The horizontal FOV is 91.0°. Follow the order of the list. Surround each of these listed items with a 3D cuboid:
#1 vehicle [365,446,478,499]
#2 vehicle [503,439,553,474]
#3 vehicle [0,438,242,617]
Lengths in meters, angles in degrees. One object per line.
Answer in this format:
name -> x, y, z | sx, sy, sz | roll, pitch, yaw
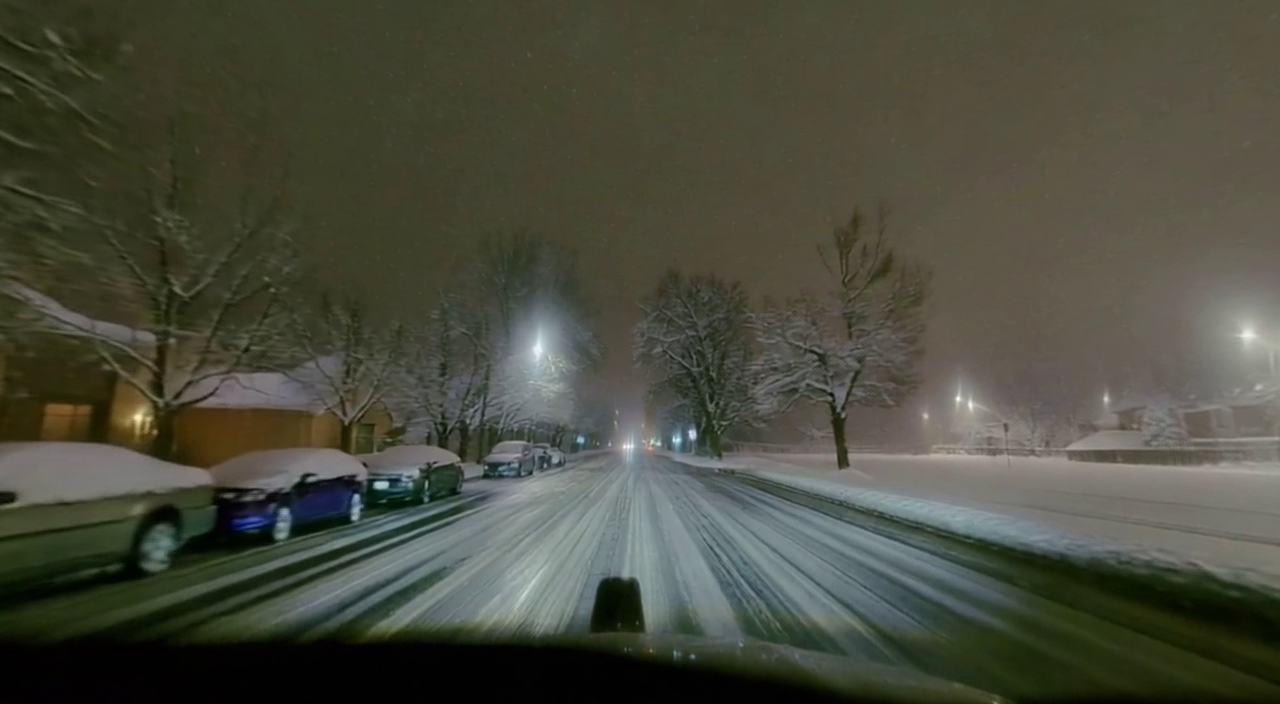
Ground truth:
vehicle -> -6.774, 3.770, 20.100 | 2.056, 1.477, 4.318 | 0, -9, 0
vehicle -> -6.580, 6.220, 37.574 | 2.249, 1.884, 4.784 | 2, -9, -2
vehicle -> -6.469, 1.563, 5.884 | 2.074, 1.502, 5.098 | 0, -8, 1
